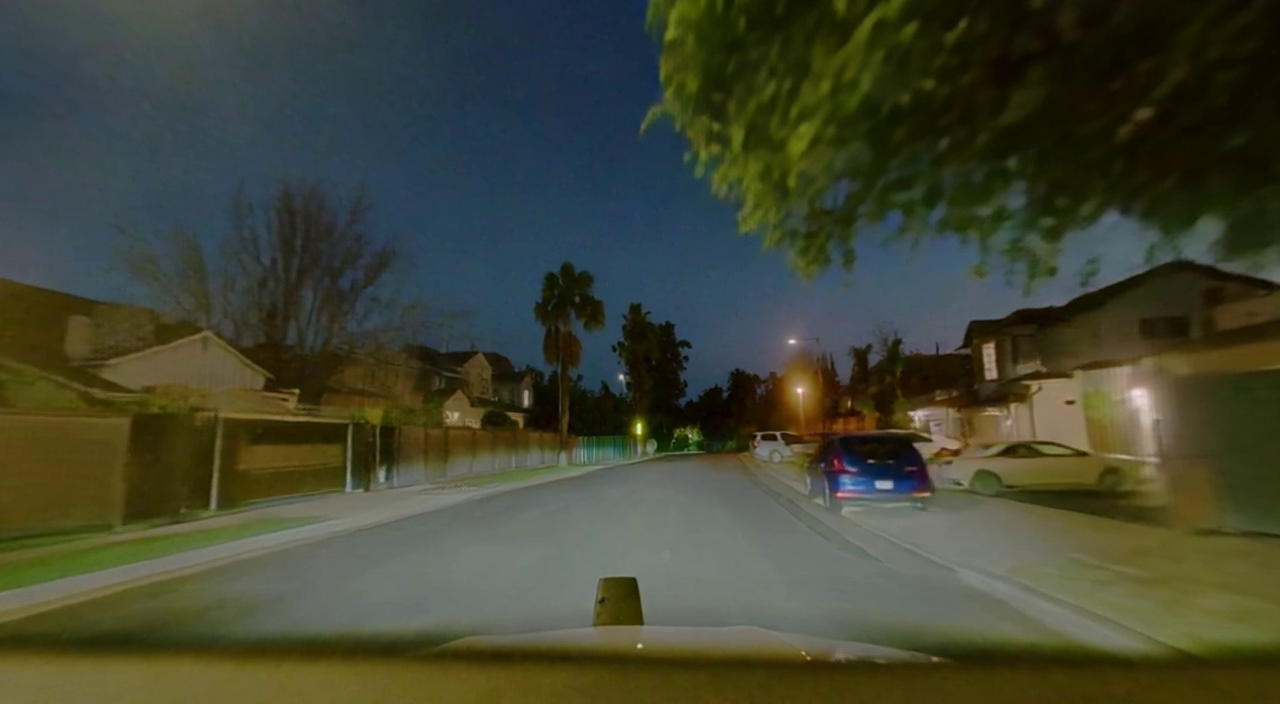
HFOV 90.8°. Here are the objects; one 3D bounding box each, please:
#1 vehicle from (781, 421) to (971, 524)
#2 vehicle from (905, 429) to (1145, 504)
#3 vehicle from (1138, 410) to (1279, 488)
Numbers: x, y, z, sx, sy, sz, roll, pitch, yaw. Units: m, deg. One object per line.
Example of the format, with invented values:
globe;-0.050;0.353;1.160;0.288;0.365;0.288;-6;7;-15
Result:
vehicle;4.430;2.324;12.808;2.051;1.676;4.497;-1;-8;-1
vehicle;8.327;2.499;13.997;4.057;1.483;1.828;-1;-8;3
vehicle;13.267;1.969;12.966;4.246;1.488;1.943;-2;-8;14
